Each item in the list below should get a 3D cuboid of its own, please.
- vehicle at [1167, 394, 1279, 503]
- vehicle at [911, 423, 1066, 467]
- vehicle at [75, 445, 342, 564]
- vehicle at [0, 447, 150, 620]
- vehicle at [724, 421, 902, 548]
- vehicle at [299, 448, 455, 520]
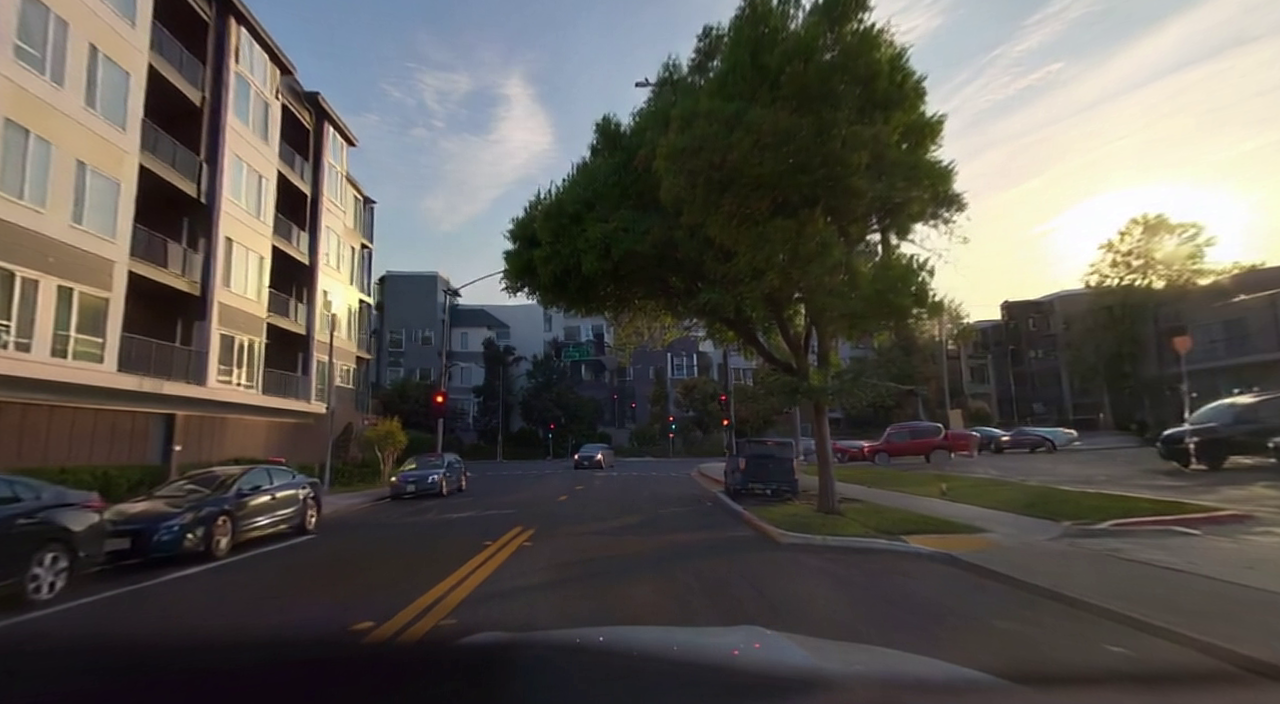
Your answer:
[{"bbox_3d":[12.733,1.719,11.432,4.591,1.785,1.921,0,-8,0],"label":"vehicle"},{"bbox_3d":[12.123,3.256,22.163,4.348,1.439,1.907,0,-8,-5],"label":"vehicle"},{"bbox_3d":[-6.573,2.286,10.223,1.713,1.531,3.685,0,-8,-1],"label":"vehicle"},{"bbox_3d":[-6.374,1.485,4.873,1.789,1.462,4.313,0,-8,-1],"label":"vehicle"},{"bbox_3d":[3.013,2.328,12.299,2.034,1.689,4.978,0,-3,-1],"label":"vehicle"},{"bbox_3d":[-6.270,3.165,15.759,1.934,1.484,4.630,0,-8,-1],"label":"vehicle"}]
